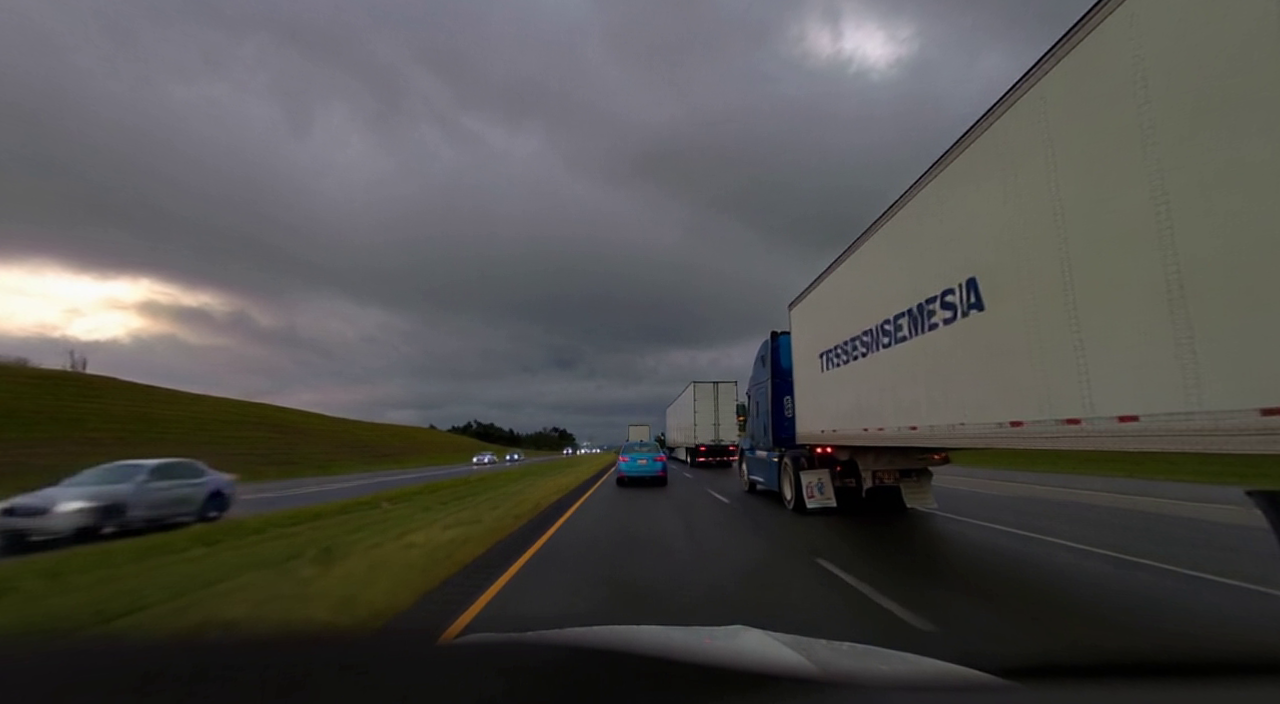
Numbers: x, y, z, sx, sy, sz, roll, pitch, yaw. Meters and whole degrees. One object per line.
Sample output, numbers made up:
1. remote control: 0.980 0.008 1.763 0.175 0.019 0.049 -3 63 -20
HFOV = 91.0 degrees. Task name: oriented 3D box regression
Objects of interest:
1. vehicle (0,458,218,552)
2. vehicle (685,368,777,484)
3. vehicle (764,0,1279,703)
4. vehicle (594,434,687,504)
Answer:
1. vehicle: -11.114 2.976 12.909 1.951 1.464 4.370 -1 -8 -1
2. vehicle: 3.859 3.374 27.941 3.235 4.197 9.908 -2 -8 6
3. vehicle: 4.353 -0.124 5.252 3.410 4.438 14.410 0 -8 -1
4. vehicle: -0.018 2.860 15.834 2.045 1.507 3.763 -1 -8 -1
